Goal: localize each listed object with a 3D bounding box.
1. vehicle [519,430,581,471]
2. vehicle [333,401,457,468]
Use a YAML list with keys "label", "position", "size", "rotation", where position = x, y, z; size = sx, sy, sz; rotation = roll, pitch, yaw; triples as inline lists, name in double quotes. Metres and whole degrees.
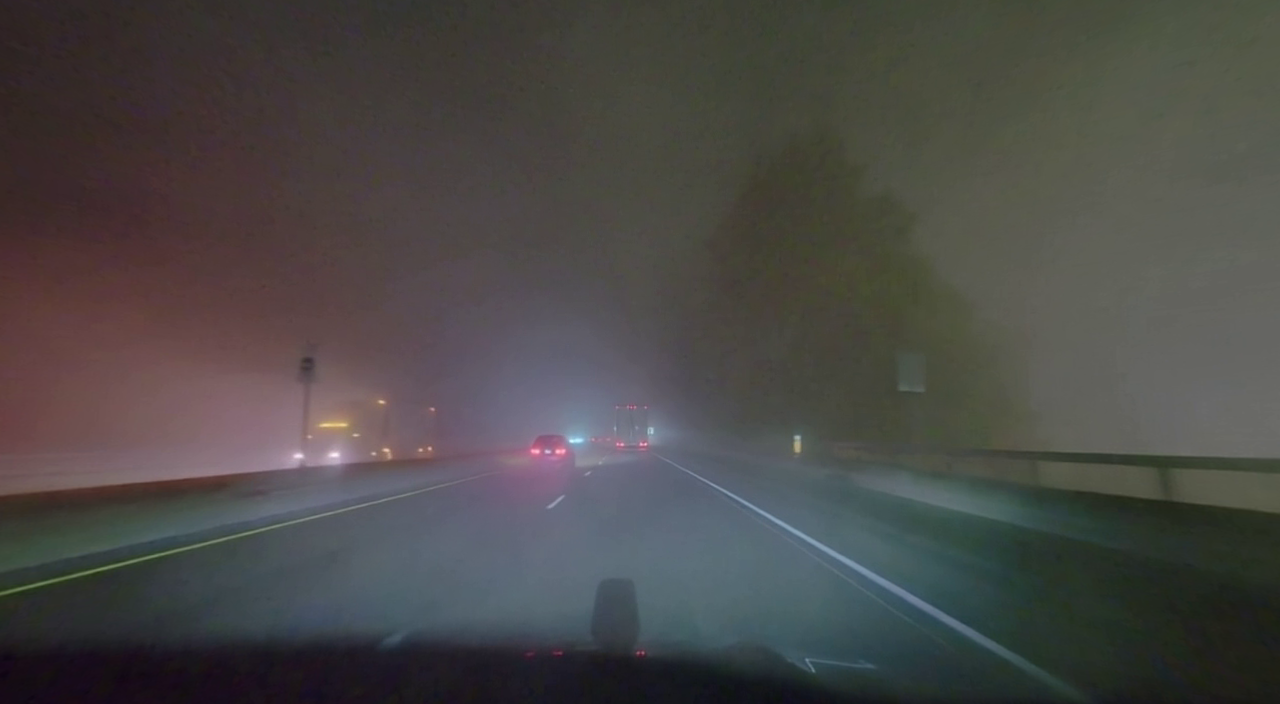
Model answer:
- label: "vehicle"
  position: [-3.916, 4.367, 28.314]
  size: [2.123, 1.655, 4.688]
  rotation: [0, -8, -1]
- label: "vehicle"
  position: [-17.067, 6.051, 46.083]
  size: [2.886, 3.939, 16.802]
  rotation: [0, -8, -2]
